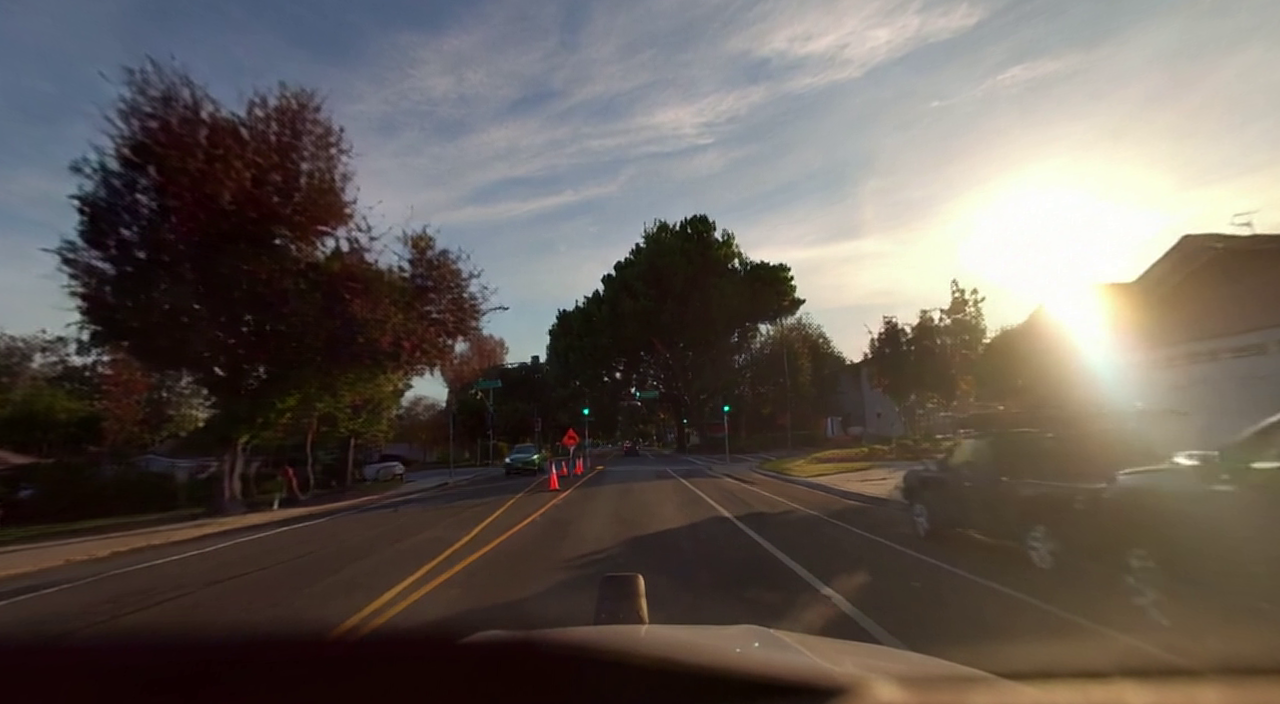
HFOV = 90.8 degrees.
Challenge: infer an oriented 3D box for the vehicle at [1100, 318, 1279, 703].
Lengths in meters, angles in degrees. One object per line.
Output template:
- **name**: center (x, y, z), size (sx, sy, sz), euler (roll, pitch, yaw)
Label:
- **vehicle**: center (4.275, 0.729, 2.659), size (2.241, 1.935, 3.270), euler (-1, -9, 4)

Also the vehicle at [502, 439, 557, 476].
- **vehicle**: center (-6.046, 5.852, 35.235), size (2.240, 1.879, 4.847), euler (0, -9, -1)

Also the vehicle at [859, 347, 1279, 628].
- **vehicle**: center (4.635, 1.401, 7.498), size (2.404, 2.054, 5.588), euler (-1, -9, 4)
